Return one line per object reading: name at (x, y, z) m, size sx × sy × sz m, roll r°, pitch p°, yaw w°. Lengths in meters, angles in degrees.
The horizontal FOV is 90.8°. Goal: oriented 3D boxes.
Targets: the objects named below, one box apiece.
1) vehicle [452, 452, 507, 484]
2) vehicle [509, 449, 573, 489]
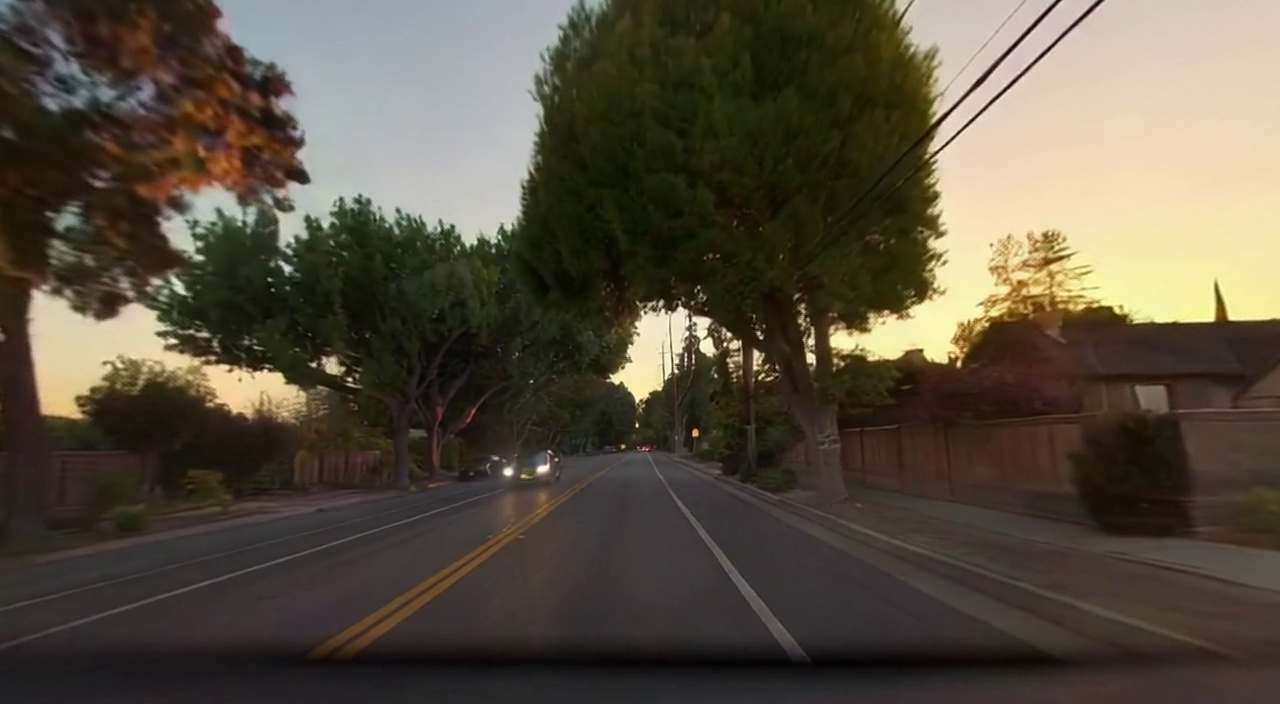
vehicle at (-9.896, 7.159, 39.306) m, size 2.269 × 1.861 × 4.422 m, roll 0°, pitch -9°, yaw 0°
vehicle at (-3.971, 4.758, 26.035) m, size 1.889 × 1.503 × 4.232 m, roll 0°, pitch -9°, yaw 1°
